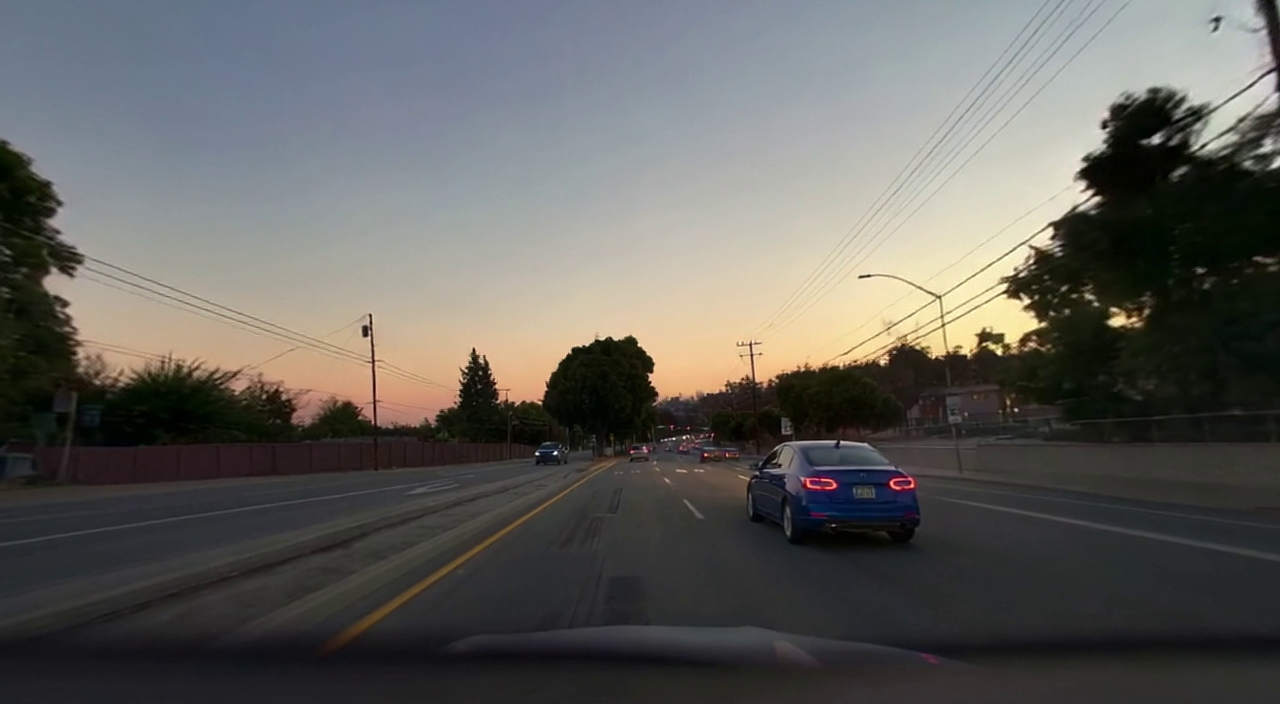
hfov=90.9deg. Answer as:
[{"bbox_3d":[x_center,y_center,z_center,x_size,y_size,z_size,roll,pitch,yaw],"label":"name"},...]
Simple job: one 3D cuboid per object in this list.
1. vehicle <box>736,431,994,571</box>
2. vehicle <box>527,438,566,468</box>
[{"bbox_3d":[2.763,1.928,8.988,2.063,1.481,4.247,0,-8,-1],"label":"vehicle"},{"bbox_3d":[-6.367,6.940,43.470,1.983,1.882,4.281,0,-8,0],"label":"vehicle"}]
